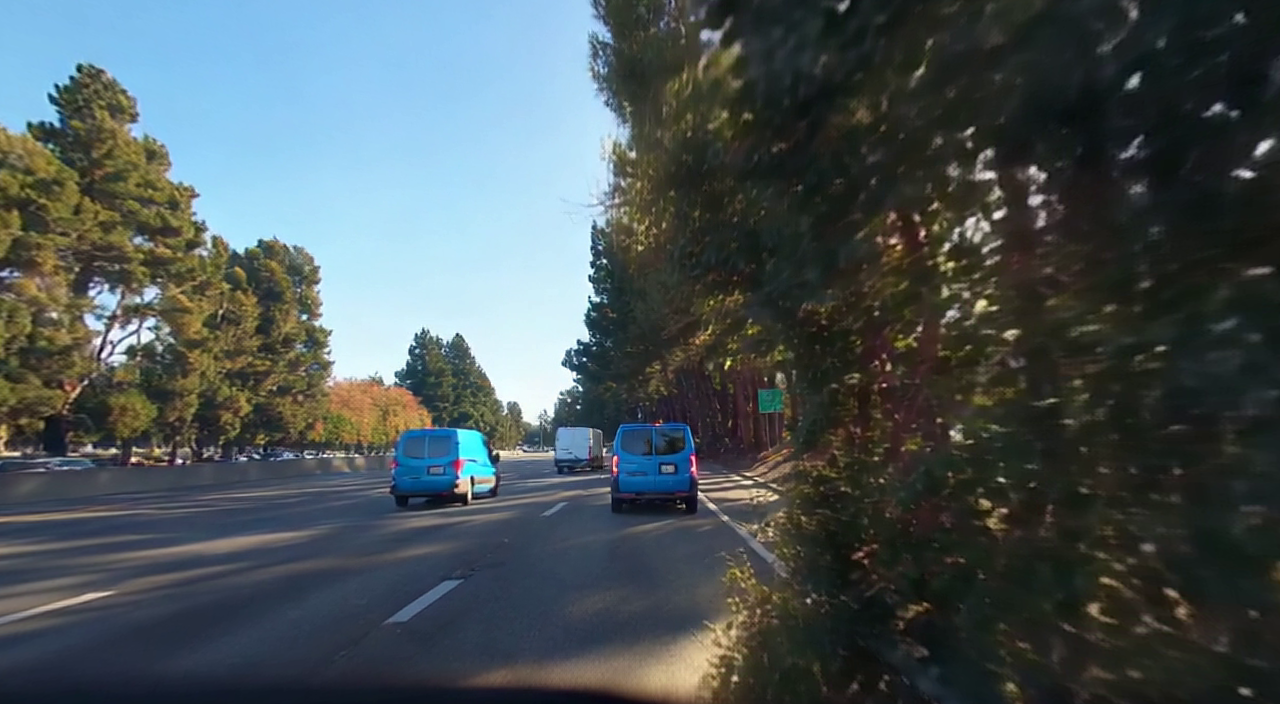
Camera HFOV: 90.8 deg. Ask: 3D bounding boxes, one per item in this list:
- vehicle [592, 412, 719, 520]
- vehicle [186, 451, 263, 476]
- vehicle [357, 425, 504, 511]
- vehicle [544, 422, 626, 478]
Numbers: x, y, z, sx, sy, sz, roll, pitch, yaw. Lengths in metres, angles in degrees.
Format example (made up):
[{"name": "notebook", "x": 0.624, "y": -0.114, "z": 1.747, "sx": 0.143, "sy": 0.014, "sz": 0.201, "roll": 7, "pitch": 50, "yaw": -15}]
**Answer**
[{"name": "vehicle", "x": 0.320, "y": 2.274, "z": 13.000, "sx": 2.173, "sy": 1.830, "sz": 4.189, "roll": 0, "pitch": -9, "yaw": 2}, {"name": "vehicle", "x": -32.645, "y": 8.743, "z": 49.870, "sx": 1.977, "sy": 1.788, "sz": 4.978, "roll": -2, "pitch": -9, "yaw": 13}, {"name": "vehicle", "x": -4.778, "y": 2.719, "z": 15.298, "sx": 2.116, "sy": 1.714, "sz": 4.757, "roll": 0, "pitch": -9, "yaw": -3}, {"name": "vehicle", "x": -2.172, "y": 4.149, "z": 26.830, "sx": 2.486, "sy": 2.074, "sz": 5.456, "roll": -1, "pitch": -9, "yaw": 6}]
